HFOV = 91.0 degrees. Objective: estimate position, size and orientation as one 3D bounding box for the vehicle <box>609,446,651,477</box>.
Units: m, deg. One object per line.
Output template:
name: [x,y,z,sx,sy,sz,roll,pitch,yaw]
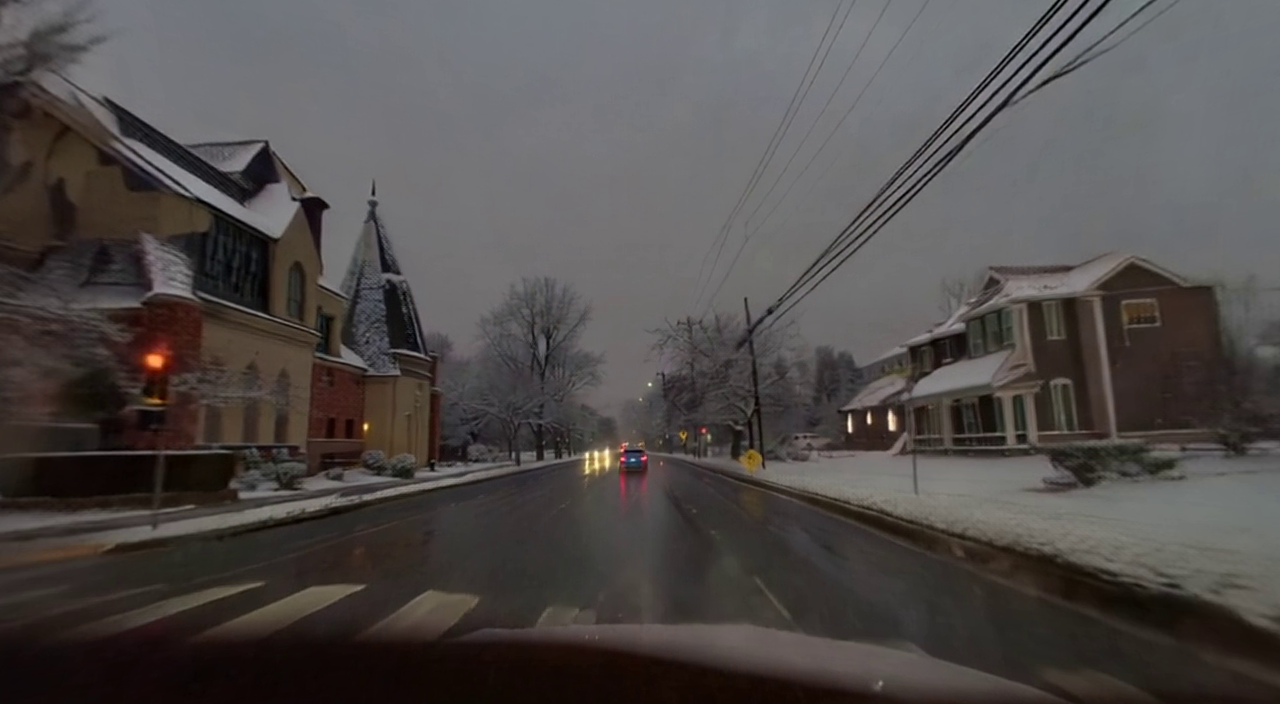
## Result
vehicle: [-0.515,5.827,33.737,2.093,1.497,4.010,0,-9,-1]
